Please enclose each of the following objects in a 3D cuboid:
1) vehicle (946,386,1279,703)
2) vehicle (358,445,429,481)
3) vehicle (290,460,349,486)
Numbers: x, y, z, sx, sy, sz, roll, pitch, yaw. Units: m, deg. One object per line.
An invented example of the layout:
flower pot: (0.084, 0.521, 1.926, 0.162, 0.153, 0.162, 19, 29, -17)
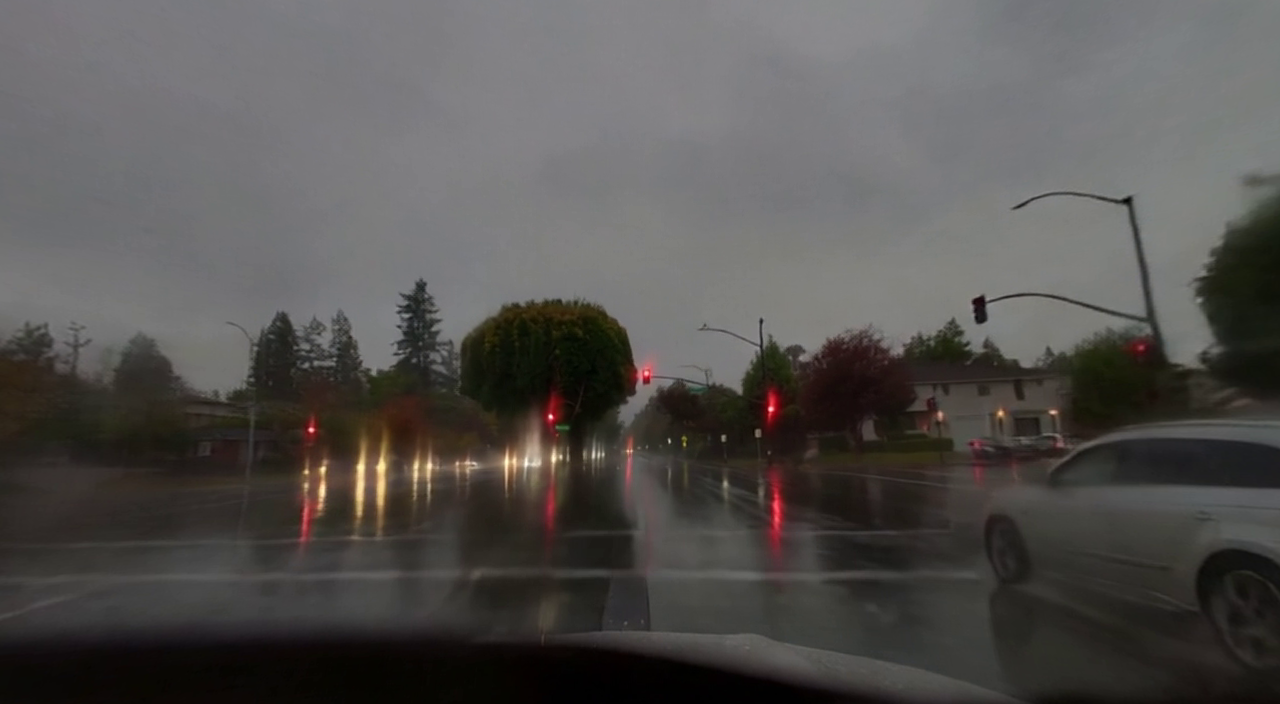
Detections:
vehicle: (4.149, 1.202, 4.554, 2.018, 1.591, 3.564, 0, -9, 0)
vehicle: (-13.932, 6.284, 35.941, 2.064, 1.860, 4.683, 0, -9, 1)
vehicle: (-20.696, 7.784, 40.893, 1.829, 1.531, 3.777, -1, -9, 0)
